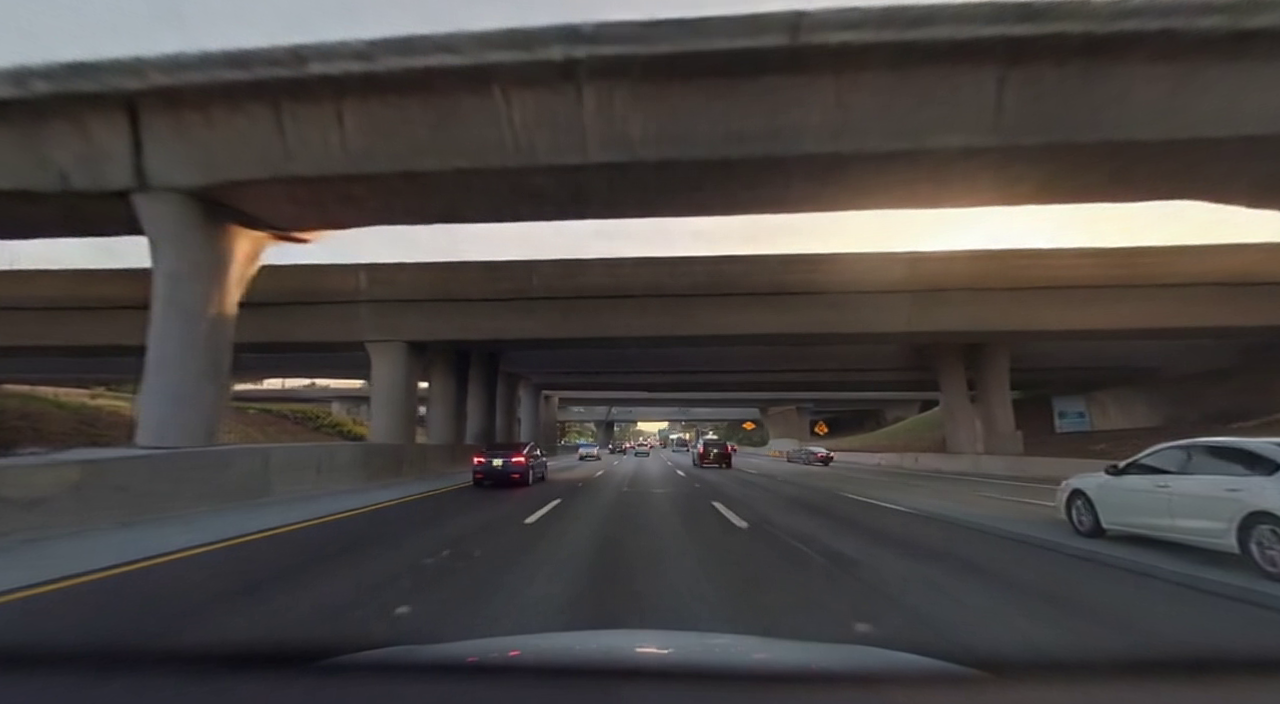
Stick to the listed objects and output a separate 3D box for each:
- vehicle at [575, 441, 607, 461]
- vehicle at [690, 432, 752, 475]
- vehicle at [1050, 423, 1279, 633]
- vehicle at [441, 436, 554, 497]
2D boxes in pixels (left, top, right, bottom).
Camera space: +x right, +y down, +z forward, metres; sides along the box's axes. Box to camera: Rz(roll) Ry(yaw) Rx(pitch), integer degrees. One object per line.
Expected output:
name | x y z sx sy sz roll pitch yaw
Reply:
vehicle | -3.738 7.636 48.862 2.047 1.464 4.387 0 -8 1
vehicle | 3.481 4.478 28.025 2.072 1.761 4.242 0 -8 -1
vehicle | 5.549 1.304 4.854 1.989 1.472 4.322 0 -8 2
vehicle | -3.809 3.159 17.848 1.997 1.476 4.703 0 -8 1
